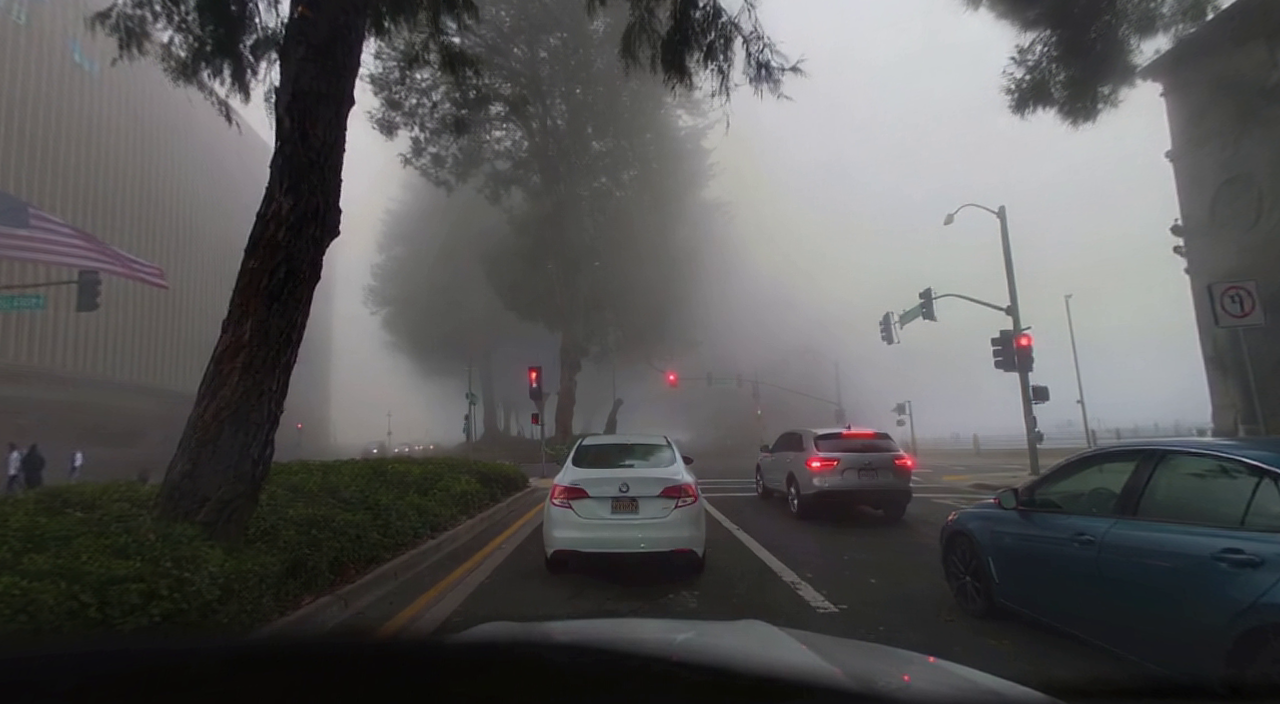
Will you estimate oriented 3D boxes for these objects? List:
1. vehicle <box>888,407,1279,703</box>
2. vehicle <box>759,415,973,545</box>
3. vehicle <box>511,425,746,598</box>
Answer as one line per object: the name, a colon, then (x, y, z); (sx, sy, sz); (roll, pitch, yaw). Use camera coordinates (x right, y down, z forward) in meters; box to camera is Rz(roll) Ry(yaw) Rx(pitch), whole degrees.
vehicle: (3.383, 1.183, 4.012); (1.833, 1.465, 4.258); (0, -8, -1)
vehicle: (3.506, 2.084, 10.947); (1.978, 1.738, 4.599); (0, -8, 0)
vehicle: (-0.104, 1.706, 7.583); (2.096, 1.521, 3.747); (0, -8, 0)
